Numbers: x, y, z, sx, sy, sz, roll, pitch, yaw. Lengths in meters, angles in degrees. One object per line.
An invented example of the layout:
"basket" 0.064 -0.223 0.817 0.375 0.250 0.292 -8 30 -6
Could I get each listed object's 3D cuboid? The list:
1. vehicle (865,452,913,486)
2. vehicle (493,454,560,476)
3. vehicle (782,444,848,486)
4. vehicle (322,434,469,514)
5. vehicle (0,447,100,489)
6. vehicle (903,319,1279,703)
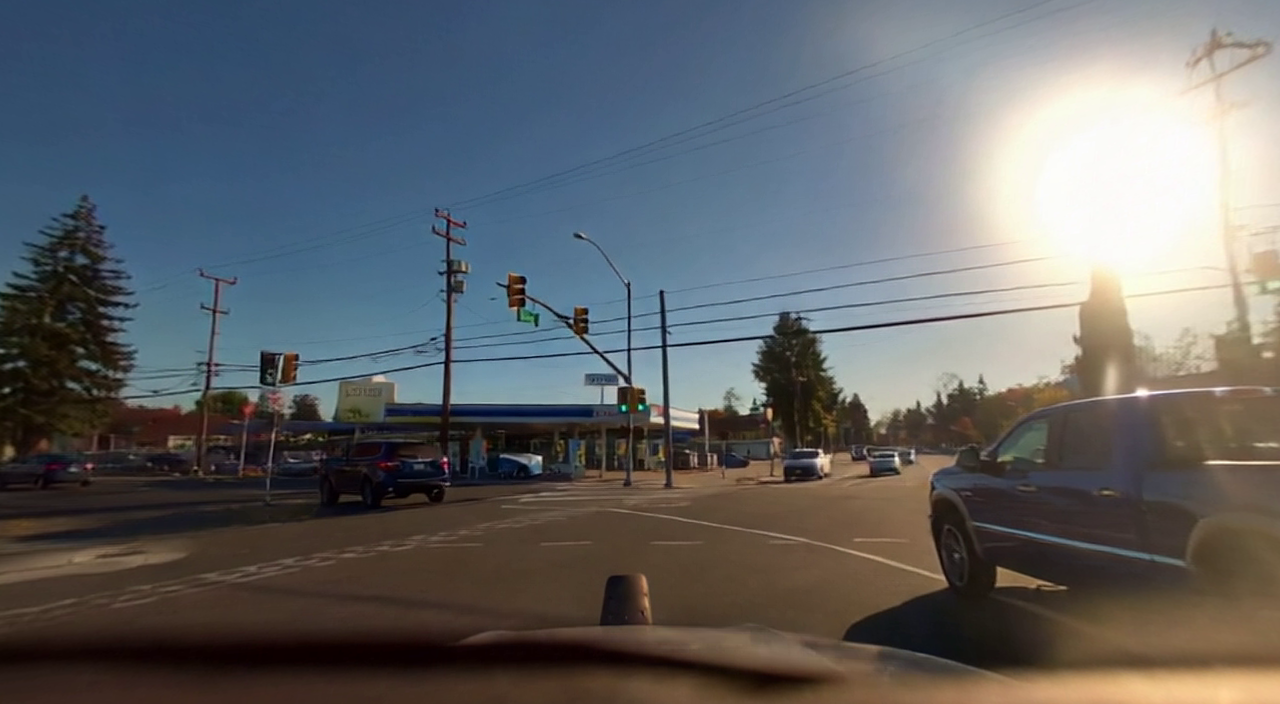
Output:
"vehicle" 12.438 5.757 31.301 1.856 1.448 4.455 -4 -9 25
"vehicle" -8.157 8.121 45.533 4.495 1.399 1.715 6 -10 -36
"vehicle" 8.916 5.596 31.762 2.303 1.895 5.301 -4 -9 24
"vehicle" -6.824 3.218 17.303 2.141 1.842 4.889 7 -11 -40
"vehicle" -26.424 5.067 27.867 4.498 1.725 1.921 -4 -9 24
"vehicle" 3.713 0.910 3.598 2.036 1.818 5.192 0 -8 -2
